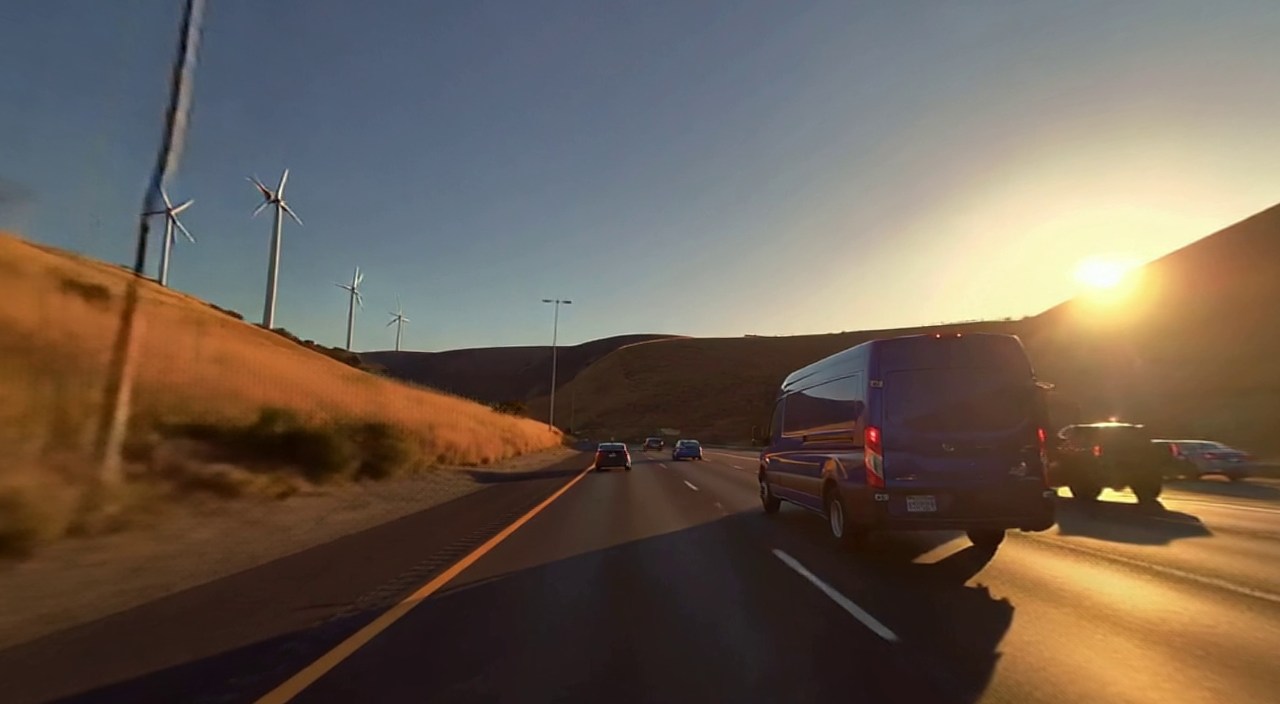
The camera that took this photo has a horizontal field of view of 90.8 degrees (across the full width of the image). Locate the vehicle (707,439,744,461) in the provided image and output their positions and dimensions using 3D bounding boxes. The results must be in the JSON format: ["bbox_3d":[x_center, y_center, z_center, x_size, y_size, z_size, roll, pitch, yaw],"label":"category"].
[{"bbox_3d":[6.362,7.370,47.564,1.958,1.514,4.930,0,-8,-2],"label":"vehicle"}]

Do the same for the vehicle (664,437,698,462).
[{"bbox_3d":[2.938,7.076,46.062,2.108,1.717,3.996,0,-8,-1],"label":"vehicle"}]

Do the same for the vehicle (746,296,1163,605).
[{"bbox_3d":[3.147,1.224,8.318,2.365,2.630,5.754,0,-8,-1],"label":"vehicle"}]

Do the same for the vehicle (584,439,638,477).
[{"bbox_3d":[-1.151,4.401,26.506,2.082,1.445,3.826,0,-8,-1],"label":"vehicle"}]
